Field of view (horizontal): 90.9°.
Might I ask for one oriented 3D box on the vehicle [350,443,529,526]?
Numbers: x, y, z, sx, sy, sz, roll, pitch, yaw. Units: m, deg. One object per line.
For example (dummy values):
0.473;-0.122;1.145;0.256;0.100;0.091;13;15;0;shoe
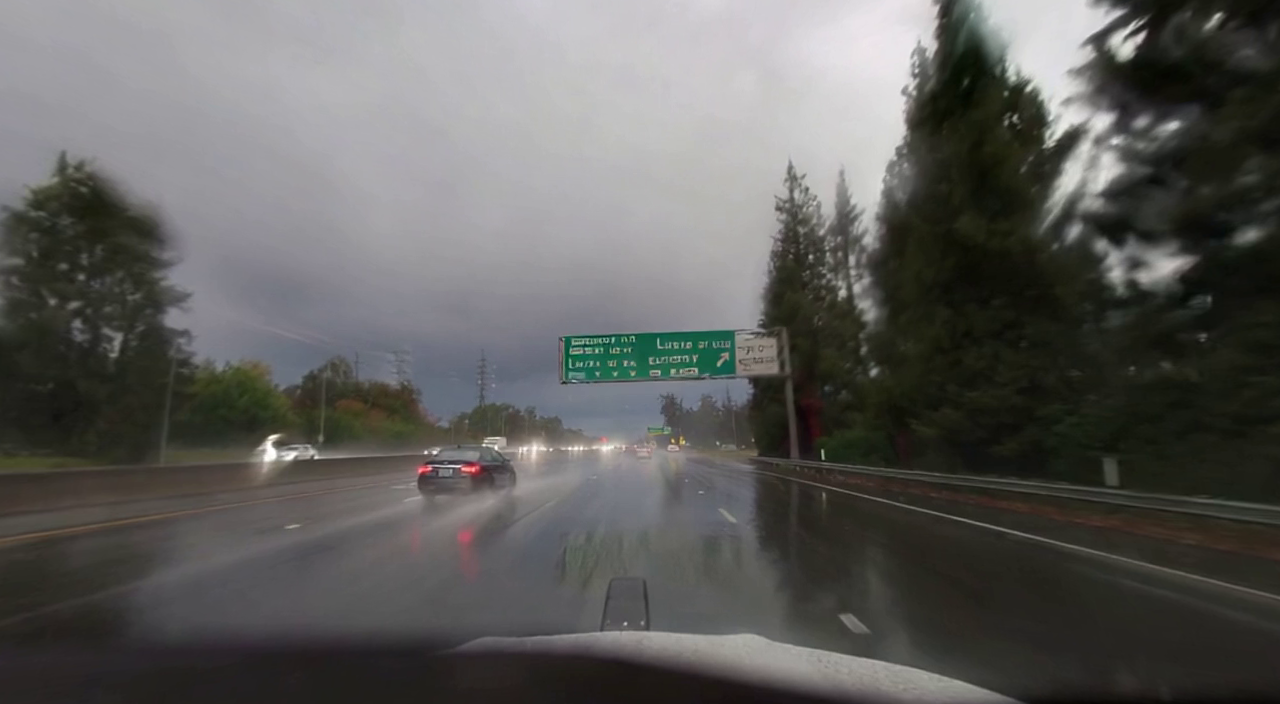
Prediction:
-3.778;2.581;12.902;2.048;1.368;4.613;0;-9;2;vehicle
